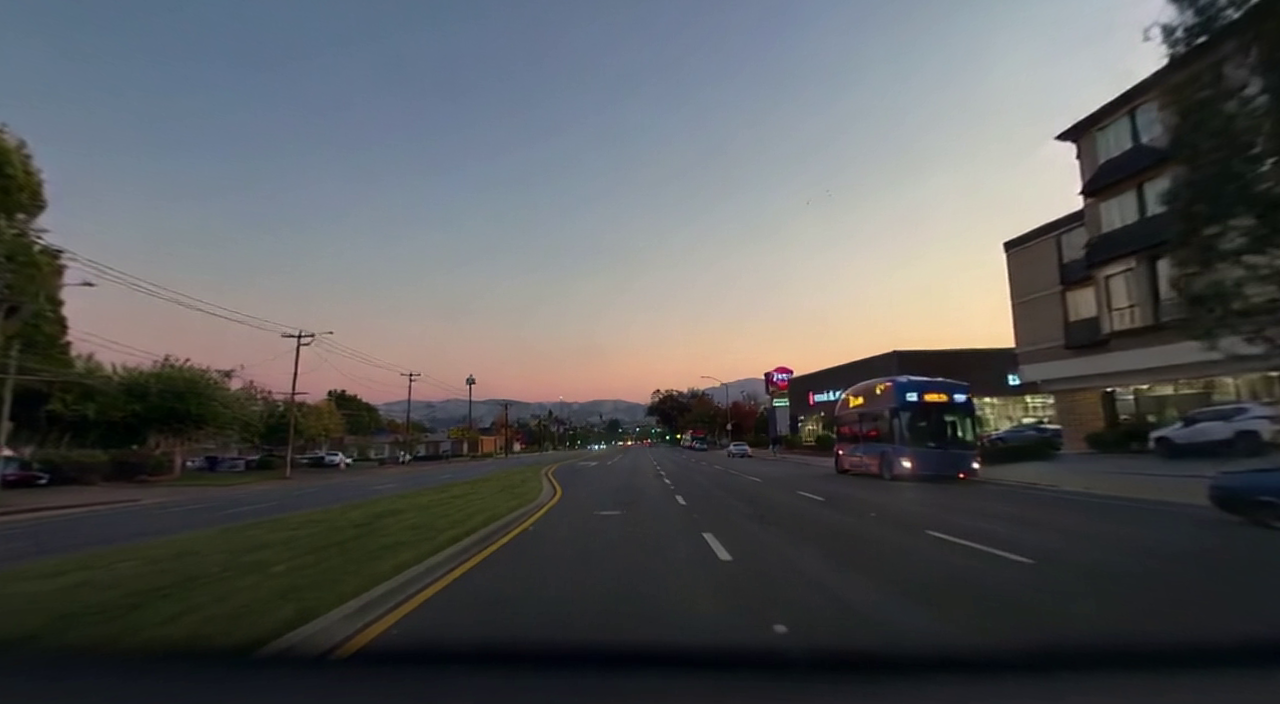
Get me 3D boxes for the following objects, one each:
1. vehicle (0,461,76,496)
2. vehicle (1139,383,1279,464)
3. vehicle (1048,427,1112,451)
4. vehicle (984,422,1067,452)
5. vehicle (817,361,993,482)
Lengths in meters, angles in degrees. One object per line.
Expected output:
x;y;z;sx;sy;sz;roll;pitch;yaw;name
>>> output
-33.617;6.798;34.296;1.863;1.646;4.565;0;-8;-2;vehicle
20.334;2.376;20.717;5.637;2.480;2.521;-4;-9;26;vehicle
30.565;6.077;43.988;1.665;1.469;3.718;-2;-9;-2;vehicle
27.133;6.039;44.727;2.221;1.997;5.314;0;-8;-4;vehicle
9.772;2.852;24.764;3.017;3.888;8.508;0;-8;-1;vehicle
